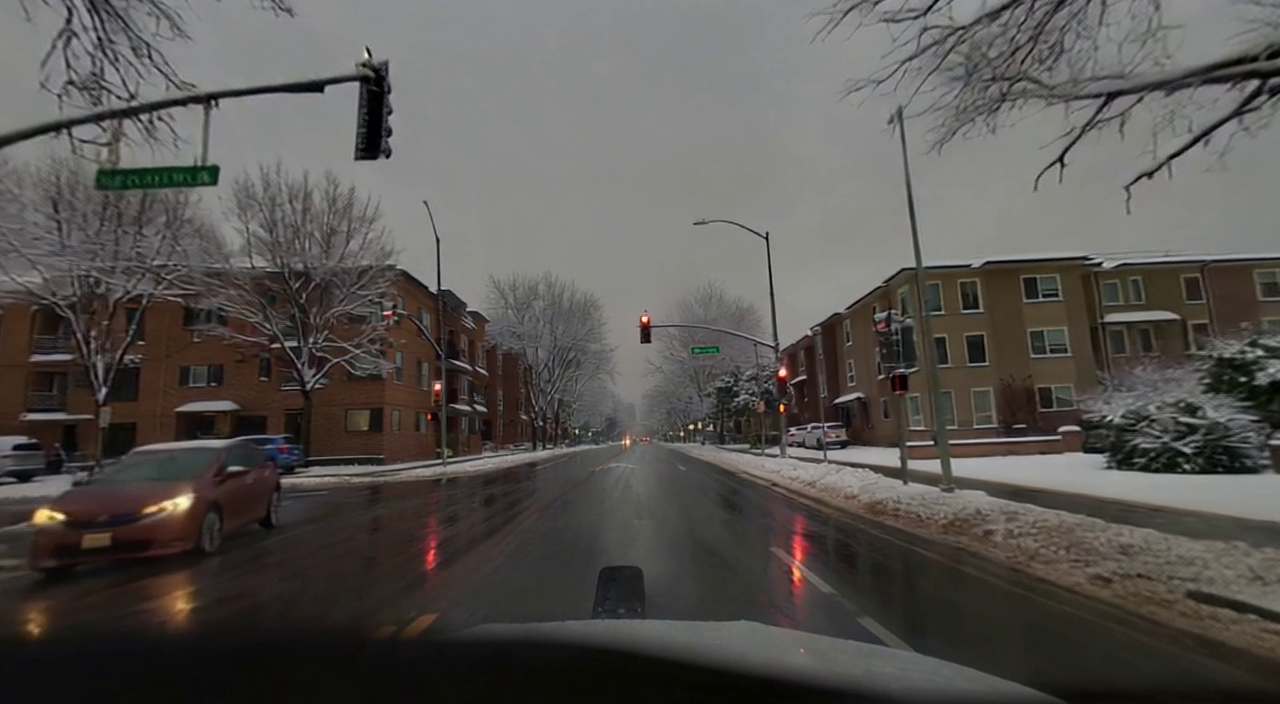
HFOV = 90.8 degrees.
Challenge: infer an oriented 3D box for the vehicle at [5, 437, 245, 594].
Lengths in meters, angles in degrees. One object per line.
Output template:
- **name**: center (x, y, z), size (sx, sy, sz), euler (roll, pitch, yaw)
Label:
- **vehicle**: center (-6.492, 2.000, 8.485), size (1.945, 1.424, 4.135), euler (2, -10, -32)

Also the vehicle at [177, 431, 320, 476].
- **vehicle**: center (-19.063, 4.944, 30.989), size (5.468, 1.854, 2.283), euler (-2, -8, -4)

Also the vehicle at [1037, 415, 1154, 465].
- **vehicle**: center (17.121, 3.369, 24.051), size (2.013, 1.722, 4.007), euler (-2, -9, 11)

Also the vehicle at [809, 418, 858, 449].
- **vehicle**: center (11.487, 4.933, 37.782), size (1.950, 1.714, 4.245), euler (-1, -8, 5)
